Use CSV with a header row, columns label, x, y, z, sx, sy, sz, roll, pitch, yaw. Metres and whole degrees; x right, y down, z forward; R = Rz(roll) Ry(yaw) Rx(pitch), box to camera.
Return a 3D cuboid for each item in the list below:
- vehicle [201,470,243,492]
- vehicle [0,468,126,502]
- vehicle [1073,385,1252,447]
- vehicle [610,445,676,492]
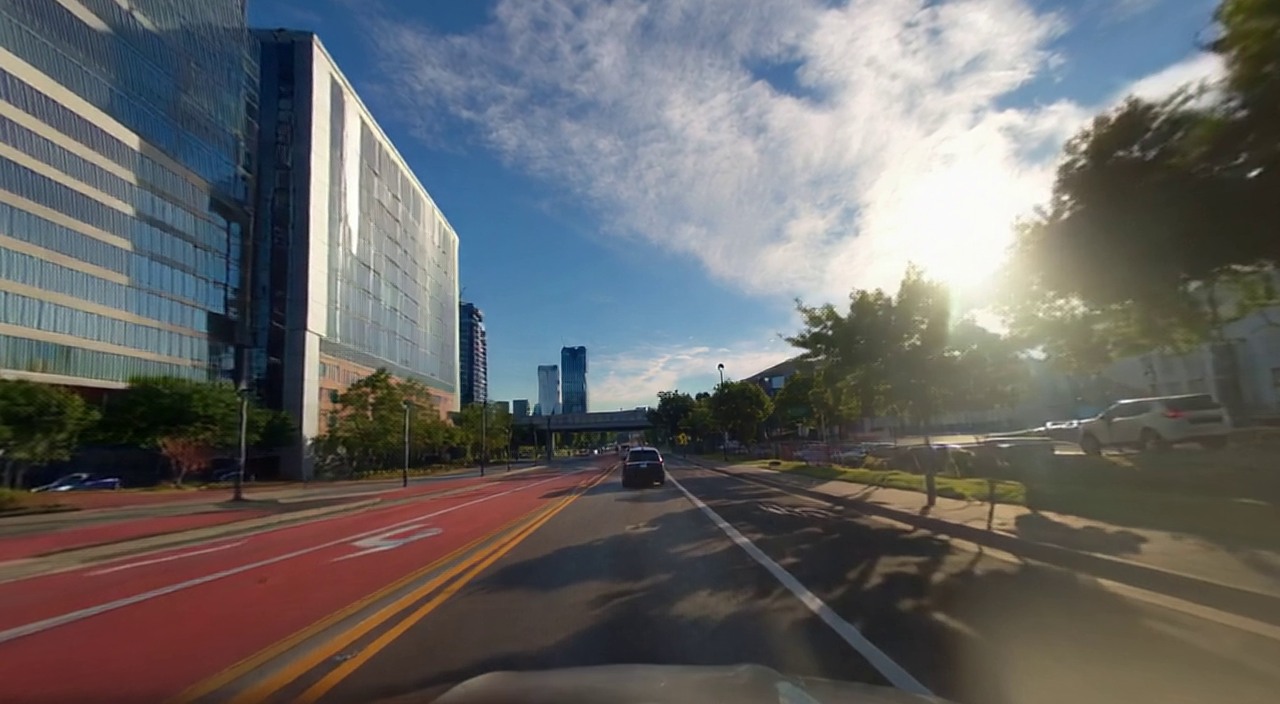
label,x,y,z,sx,sy,sz,roll,pitch,yaw
vehicle,-32.221,9.880,48.571,1.970,1.476,3.940,8,-12,-42
vehicle,-30.741,7.034,33.595,4.962,1.561,1.997,7,-12,-40
vehicle,15.174,1.983,18.652,1.979,1.460,3.848,-1,-10,2
vehicle,0.059,3.972,21.882,2.063,1.442,4.135,0,-9,-1
